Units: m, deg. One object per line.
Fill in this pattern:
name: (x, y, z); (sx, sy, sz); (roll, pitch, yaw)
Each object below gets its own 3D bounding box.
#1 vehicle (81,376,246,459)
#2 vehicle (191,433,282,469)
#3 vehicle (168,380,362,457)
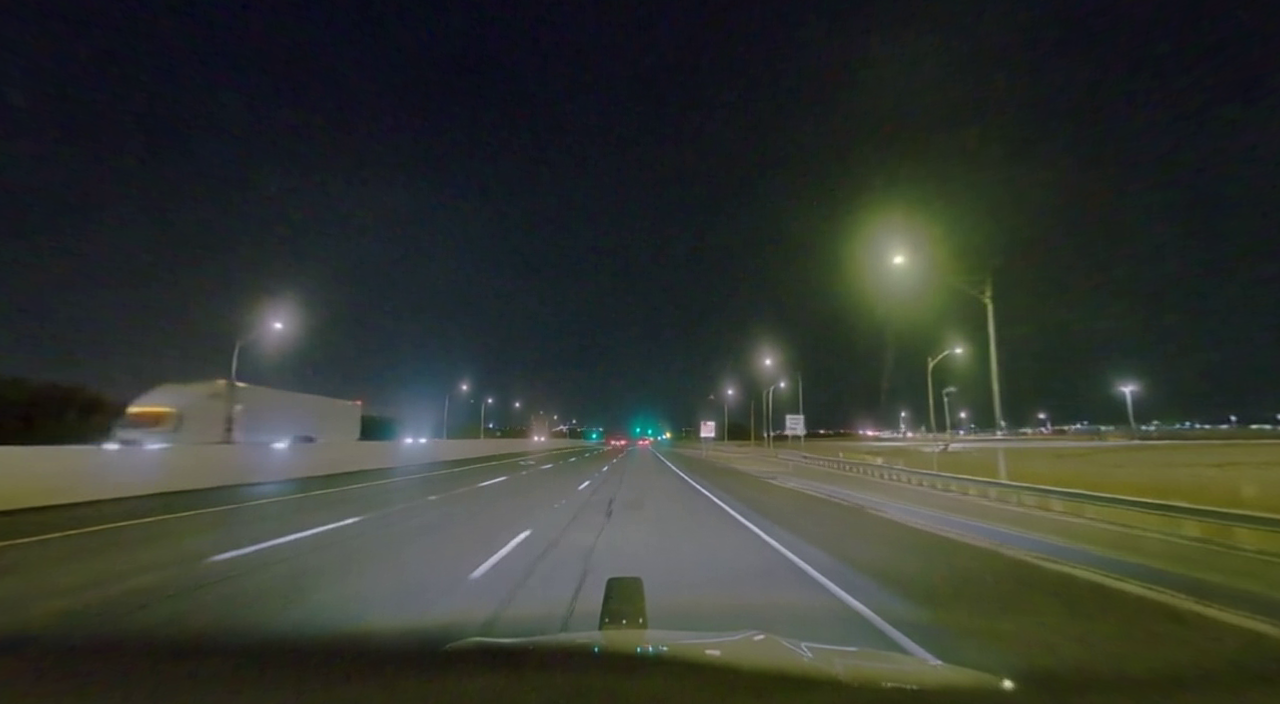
vehicle: (-23.520, 3.422, 31.730); (3.070, 3.713, 6.478); (0, -8, 0)
vehicle: (-16.852, 4.152, 26.539); (1.502, 1.359, 3.382); (-1, -8, 2)
vehicle: (-23.507, 4.708, 41.659); (2.867, 4.027, 16.216); (-1, -8, 0)
